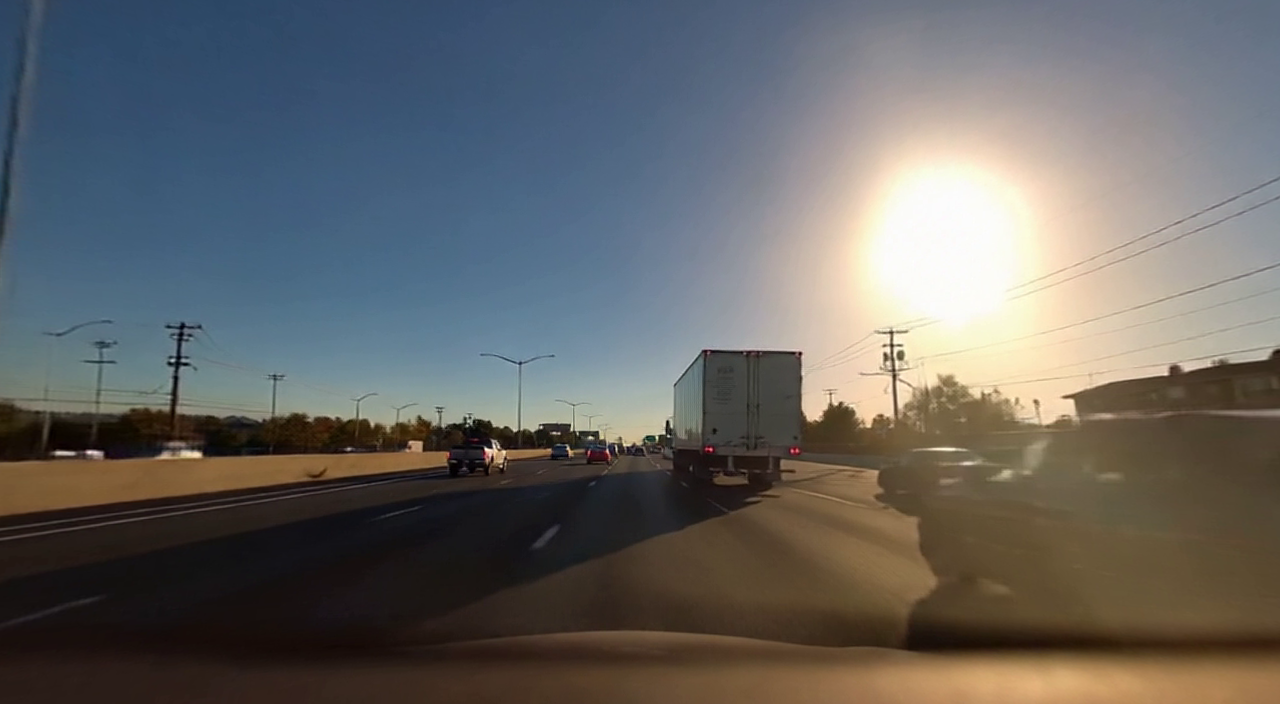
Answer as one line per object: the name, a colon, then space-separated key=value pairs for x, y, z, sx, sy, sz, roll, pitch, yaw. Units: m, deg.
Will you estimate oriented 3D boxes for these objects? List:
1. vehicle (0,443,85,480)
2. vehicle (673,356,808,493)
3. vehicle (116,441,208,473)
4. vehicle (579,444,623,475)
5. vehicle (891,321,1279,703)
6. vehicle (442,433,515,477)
vehicle: x=-26.166 y=4.618 z=26.856 sx=1.613 sy=1.449 sz=3.631 roll=0 pitch=-9 yaw=0
vehicle: x=3.177 y=2.931 z=23.956 sx=3.045 sy=3.923 sz=11.834 roll=0 pitch=-9 yaw=-1
vehicle: x=-22.865 y=5.021 z=30.303 sx=1.583 sy=1.457 sz=3.580 roll=0 pitch=-9 yaw=0
vehicle: x=-2.056 y=5.789 z=34.134 sx=2.060 sy=1.508 sz=4.308 roll=0 pitch=-9 yaw=1
vehicle: x=3.492 y=0.952 z=3.470 sx=2.182 sy=1.782 sz=4.800 roll=0 pitch=-9 yaw=-1
vehicle: x=-7.297 y=4.704 z=28.998 sx=2.147 sy=1.825 sz=4.602 roll=0 pitch=-9 yaw=0
